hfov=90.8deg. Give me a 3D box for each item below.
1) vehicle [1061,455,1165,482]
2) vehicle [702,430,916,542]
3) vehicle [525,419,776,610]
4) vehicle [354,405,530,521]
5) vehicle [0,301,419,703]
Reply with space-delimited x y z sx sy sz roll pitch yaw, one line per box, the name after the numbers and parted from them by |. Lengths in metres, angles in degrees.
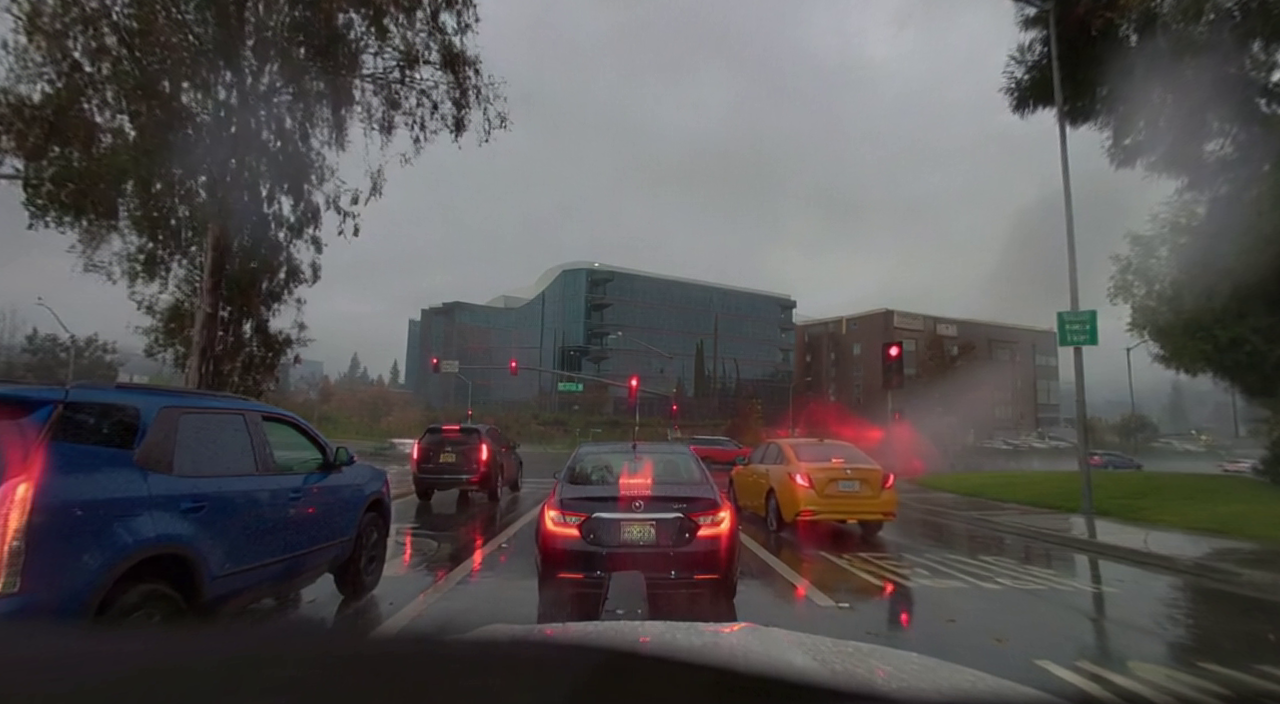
29.026 7.157 38.873 4.737 1.572 2.026 0 -8 0 | vehicle
2.616 2.222 11.261 2.100 1.524 4.746 1 -9 -6 | vehicle
-0.056 1.621 7.317 2.001 1.483 4.442 0 -9 -4 | vehicle
-3.878 2.317 13.706 2.305 1.984 5.586 0 -8 -3 | vehicle
-3.143 1.010 4.143 1.924 1.737 4.387 0 -9 -2 | vehicle
